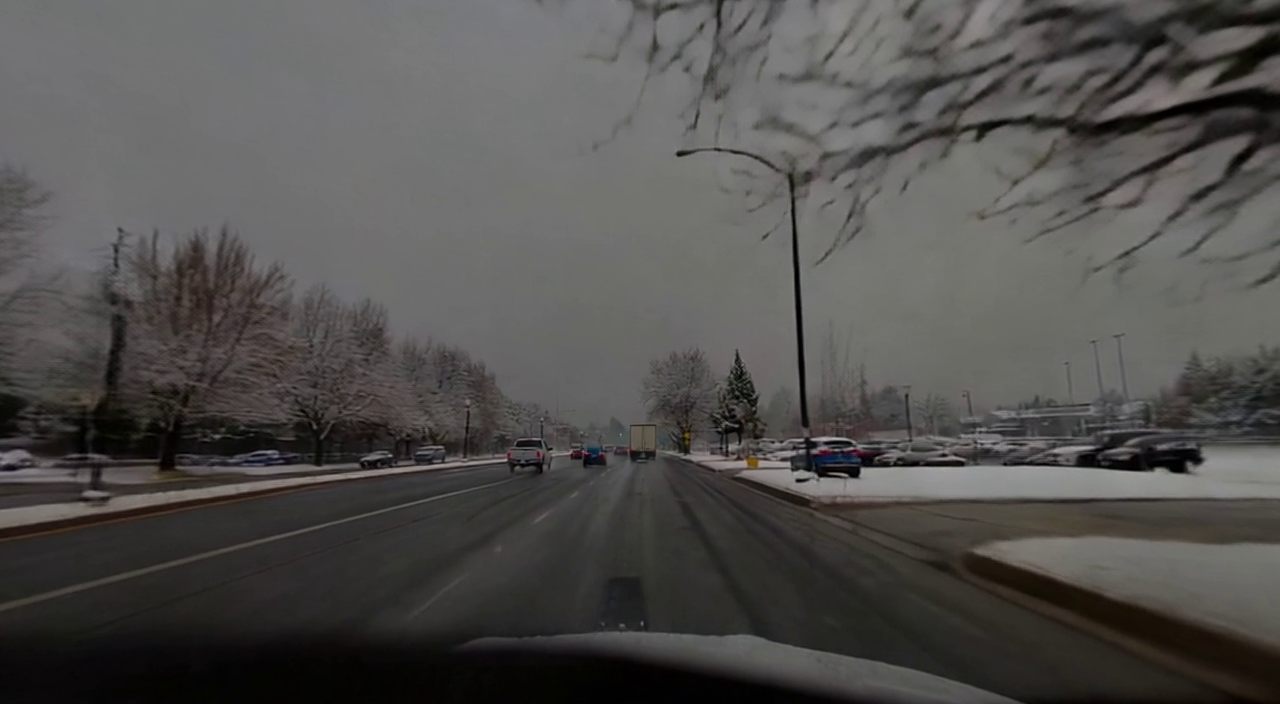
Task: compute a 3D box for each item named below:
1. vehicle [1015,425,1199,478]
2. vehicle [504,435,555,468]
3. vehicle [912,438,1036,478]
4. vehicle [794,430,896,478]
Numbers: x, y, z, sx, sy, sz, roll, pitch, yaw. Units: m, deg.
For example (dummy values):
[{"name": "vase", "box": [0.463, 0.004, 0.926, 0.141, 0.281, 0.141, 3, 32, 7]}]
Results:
[{"name": "vehicle", "box": [18.509, 3.989, 25.497, 2.211, 1.880, 5.847, 2, -9, -12]}, {"name": "vehicle", "box": [-6.842, 6.240, 39.568, 2.149, 1.893, 5.187, 0, -8, 1]}, {"name": "vehicle", "box": [13.418, 4.272, 25.680, 1.944, 1.476, 4.483, 2, -9, -13]}, {"name": "vehicle", "box": [8.191, 4.126, 25.744, 2.057, 1.750, 4.679, 1, -9, -8]}]
